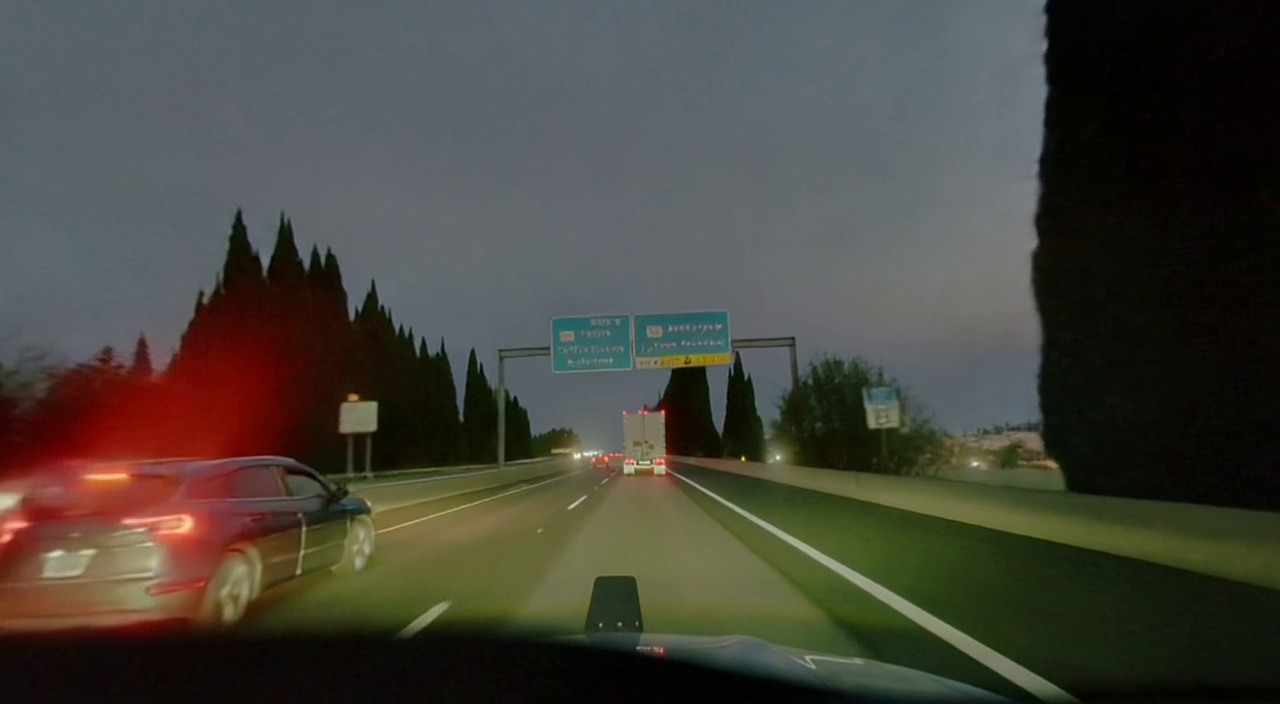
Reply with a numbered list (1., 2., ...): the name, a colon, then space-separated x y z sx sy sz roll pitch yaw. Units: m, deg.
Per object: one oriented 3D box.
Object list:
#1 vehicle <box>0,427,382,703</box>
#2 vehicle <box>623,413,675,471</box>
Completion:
1. vehicle: -4.070 1.455 5.338 1.968 1.460 4.227 0 -9 0
2. vehicle: 0.416 7.267 49.813 3.341 3.725 18.015 0 -9 -1
